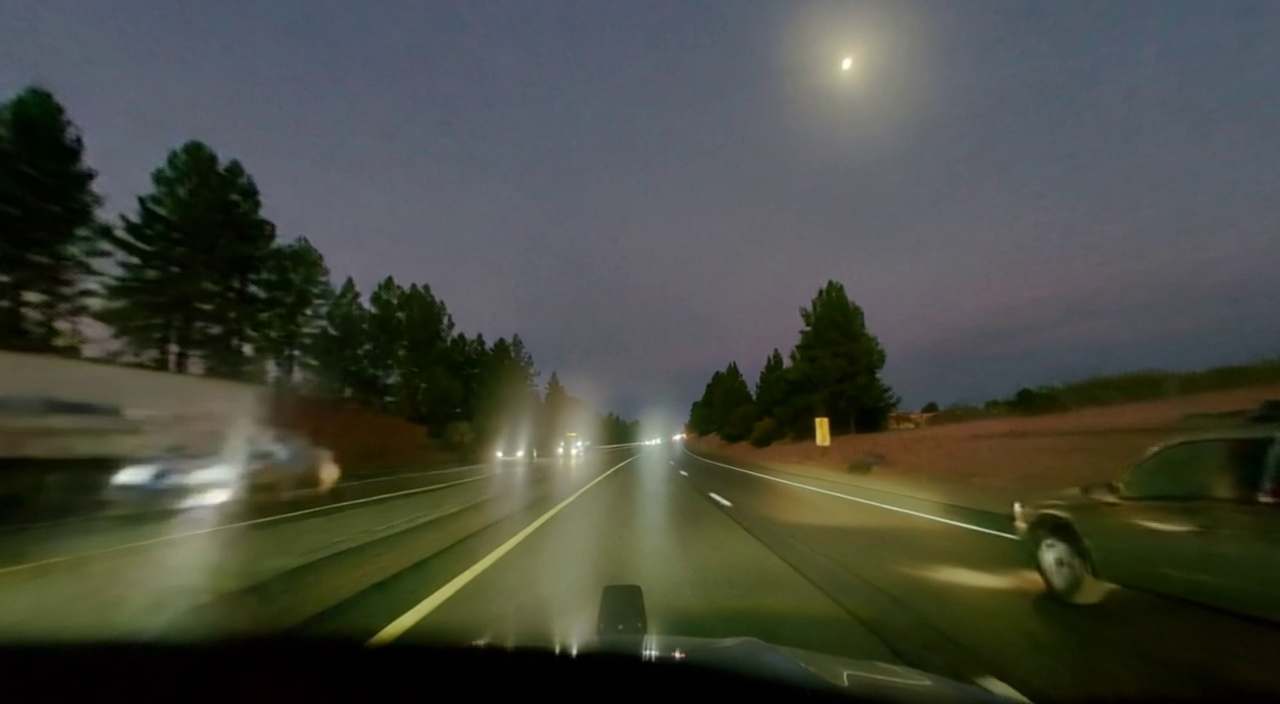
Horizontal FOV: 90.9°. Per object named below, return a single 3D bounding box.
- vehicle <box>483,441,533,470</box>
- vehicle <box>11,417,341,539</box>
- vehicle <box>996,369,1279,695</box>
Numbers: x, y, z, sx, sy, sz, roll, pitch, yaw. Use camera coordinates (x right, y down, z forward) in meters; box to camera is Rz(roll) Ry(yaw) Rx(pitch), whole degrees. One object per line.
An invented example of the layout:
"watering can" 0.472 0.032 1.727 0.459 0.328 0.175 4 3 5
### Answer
"vehicle" -8.474 6.652 40.846 2.081 1.720 4.709 0 -8 2
"vehicle" -8.702 2.409 12.884 2.289 1.906 5.766 0 -8 1
"vehicle" 4.431 0.971 3.484 2.098 1.703 4.862 0 -8 0
